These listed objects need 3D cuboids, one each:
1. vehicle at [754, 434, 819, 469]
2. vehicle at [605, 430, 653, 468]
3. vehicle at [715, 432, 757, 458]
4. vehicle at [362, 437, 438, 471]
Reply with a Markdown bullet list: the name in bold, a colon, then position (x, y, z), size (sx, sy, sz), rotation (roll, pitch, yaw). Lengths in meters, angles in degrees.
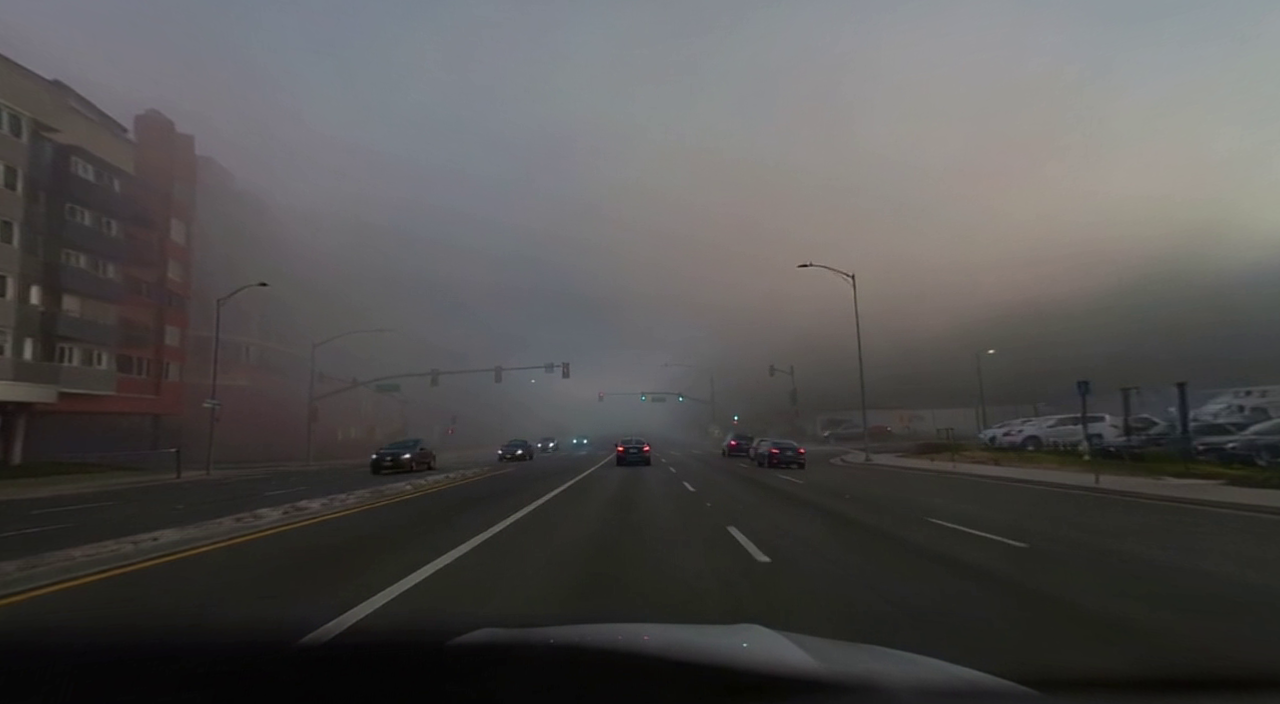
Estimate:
- **vehicle**: position (6.296, 4.353, 27.674), size (1.768, 1.417, 4.213), rotation (0, -9, -1)
- **vehicle**: position (-0.479, 4.431, 28.915), size (2.032, 1.593, 3.896), rotation (0, -9, 0)
- **vehicle**: position (6.273, 6.152, 41.719), size (1.963, 1.611, 4.359), rotation (0, -9, -1)
- **vehicle**: position (-12.848, 5.478, 34.123), size (1.858, 1.686, 4.330), rotation (-2, -9, 10)
